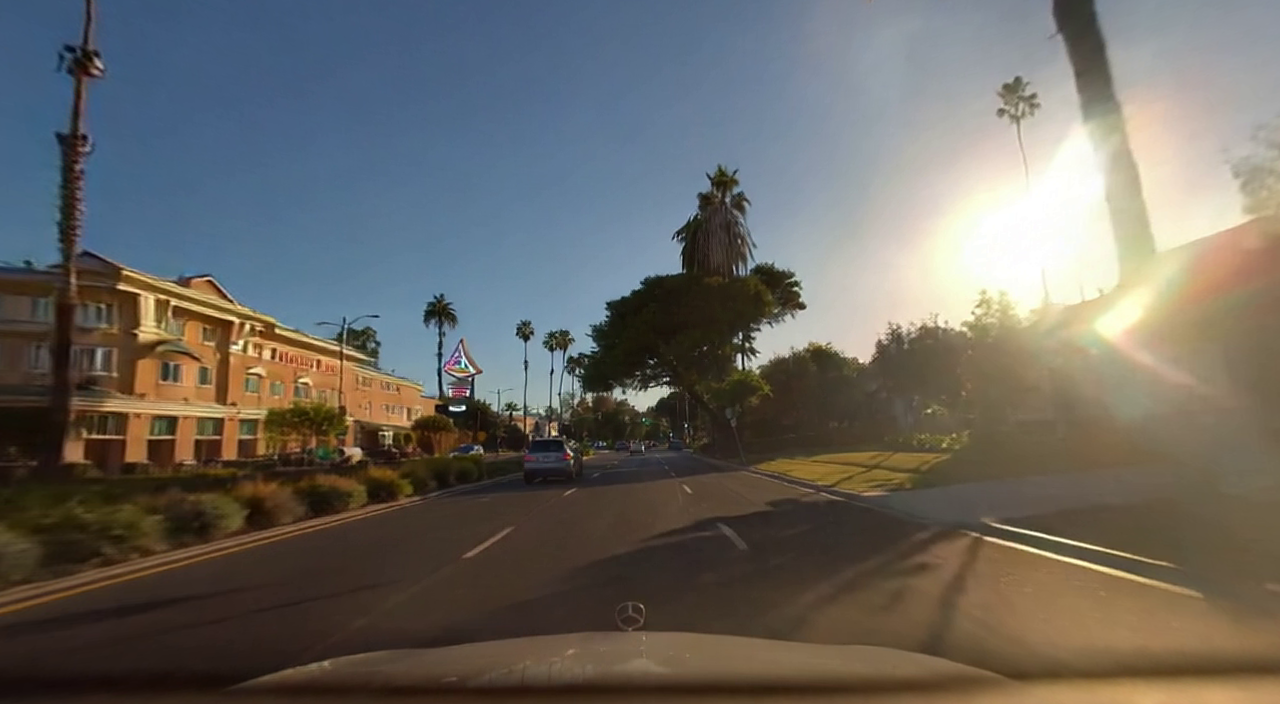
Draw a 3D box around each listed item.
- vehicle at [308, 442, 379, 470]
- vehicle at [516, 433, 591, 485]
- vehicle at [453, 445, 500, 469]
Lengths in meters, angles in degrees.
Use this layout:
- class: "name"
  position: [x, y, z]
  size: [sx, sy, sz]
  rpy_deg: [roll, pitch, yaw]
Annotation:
- class: "vehicle"
  position: [-22.093, 7.778, 47.315]
  size: [2.452, 1.859, 5.964]
  rpy_deg: [-3, -9, 0]
- class: "vehicle"
  position: [-3.041, 3.888, 23.214]
  size: [2.062, 1.693, 4.669]
  rpy_deg: [0, -8, 1]
- class: "vehicle"
  position: [-10.847, 6.967, 42.056]
  size: [1.930, 1.480, 4.115]
  rpy_deg: [0, -9, 1]
